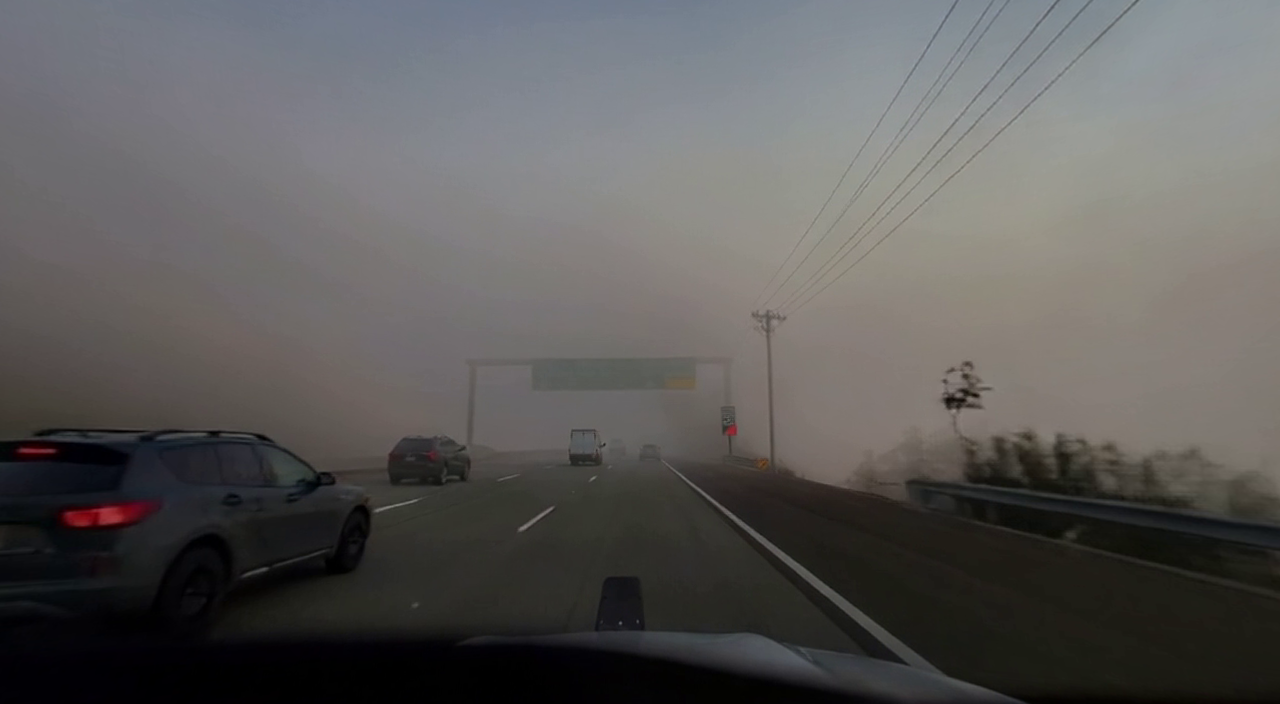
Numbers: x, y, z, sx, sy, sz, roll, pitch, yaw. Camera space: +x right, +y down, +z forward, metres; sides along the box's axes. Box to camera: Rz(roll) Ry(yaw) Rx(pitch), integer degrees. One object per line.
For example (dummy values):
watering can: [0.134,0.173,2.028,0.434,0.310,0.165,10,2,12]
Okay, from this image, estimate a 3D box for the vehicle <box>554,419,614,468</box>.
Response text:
vehicle: [-3.529,6.152,42.135,2.915,2.885,9.394,0,-9,1]

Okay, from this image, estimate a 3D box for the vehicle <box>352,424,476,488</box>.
vehicle: [-7.427,3.509,21.467,2.192,1.893,5.330,0,-9,0]

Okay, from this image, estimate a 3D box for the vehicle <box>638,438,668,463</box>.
vehicle: [1.000,7.028,44.931,2.038,1.677,4.219,0,-9,2]

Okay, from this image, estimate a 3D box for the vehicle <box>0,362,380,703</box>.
vehicle: [-3.889,1.193,4.802,1.976,1.688,4.124,0,-9,1]
